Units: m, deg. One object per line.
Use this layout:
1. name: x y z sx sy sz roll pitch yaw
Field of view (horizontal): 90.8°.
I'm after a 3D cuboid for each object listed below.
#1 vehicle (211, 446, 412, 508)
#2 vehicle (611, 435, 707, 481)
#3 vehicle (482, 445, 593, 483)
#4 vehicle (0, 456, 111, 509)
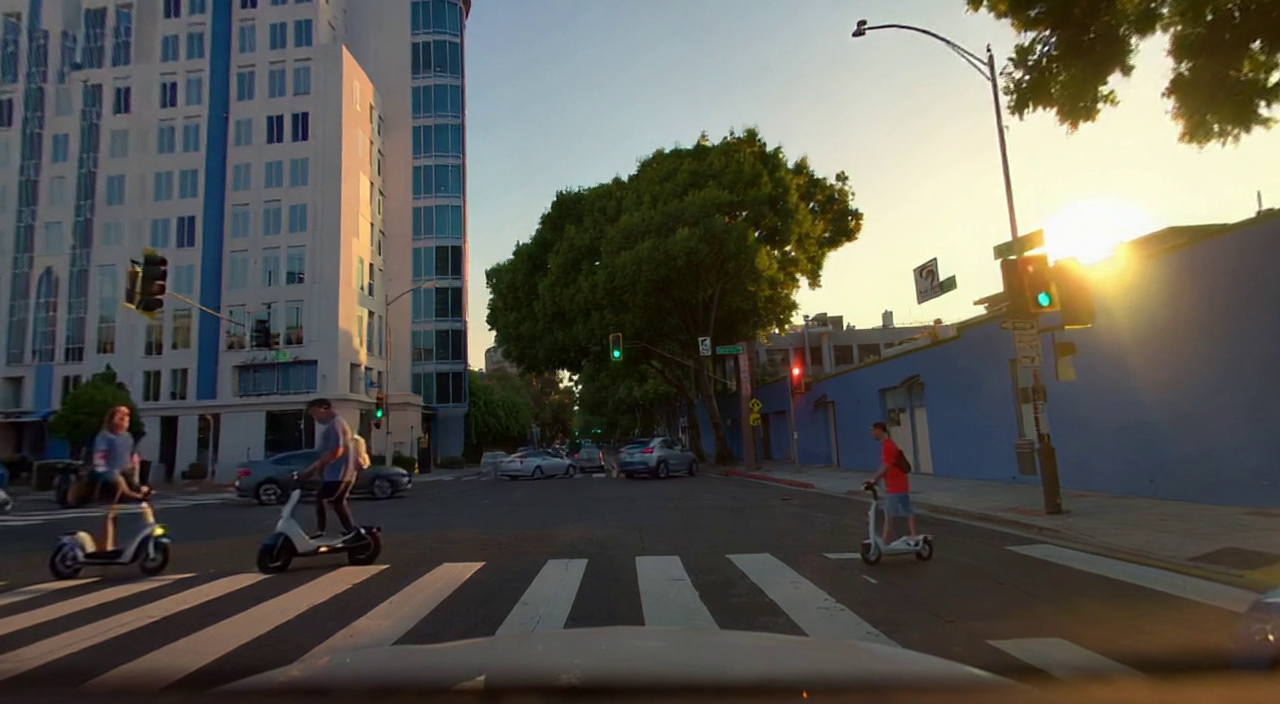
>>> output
1. vehicle: -8.787 3.351 17.416 4.576 1.496 2.042 2 -9 -18
2. vehicle: 0.909 4.372 26.360 2.122 1.724 4.802 -5 -10 27
3. vehicle: -4.296 4.745 27.166 2.075 1.463 4.485 -7 -11 38
4. vehicle: -19.397 3.915 19.170 4.730 1.453 2.068 0 -8 -3
